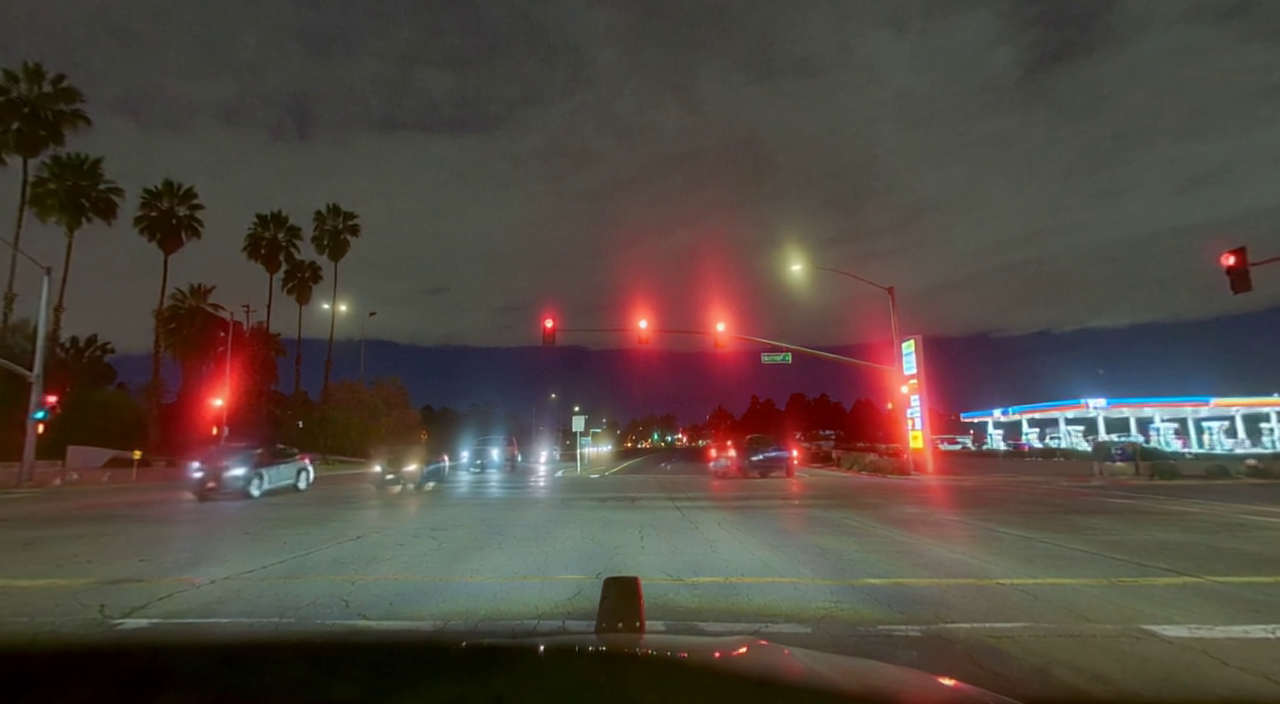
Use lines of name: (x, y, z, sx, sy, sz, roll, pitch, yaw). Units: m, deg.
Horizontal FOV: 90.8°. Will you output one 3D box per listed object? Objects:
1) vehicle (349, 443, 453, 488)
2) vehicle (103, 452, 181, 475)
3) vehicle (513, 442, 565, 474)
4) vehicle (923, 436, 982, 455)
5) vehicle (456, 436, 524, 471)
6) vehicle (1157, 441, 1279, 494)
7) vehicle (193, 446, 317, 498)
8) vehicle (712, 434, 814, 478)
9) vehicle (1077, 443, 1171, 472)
vehicle: (-8.747, 4.187, 23.628, 2.034, 1.510, 4.647, 0, -9, 1)
vehicle: (-35.231, 7.866, 44.852, 1.886, 1.523, 4.581, 0, -9, -1)
vehicle: (-5.045, 5.357, 32.186, 2.079, 1.490, 5.064, 0, -9, -3)
vehicle: (22.544, 6.762, 45.658, 3.356, 1.395, 1.559, 0, -9, -1)
vehicle: (-8.721, 5.979, 37.426, 2.609, 1.865, 5.875, 0, -9, 0)
vehicle: (18.720, 3.407, 18.822, 5.015, 1.446, 1.862, 0, -9, -2)
vehicle: (-11.920, 3.700, 19.843, 1.633, 1.460, 3.540, 0, -9, 0)
vehicle: (5.430, 4.520, 27.565, 1.929, 1.719, 4.892, -8, -12, 44)
vehicle: (24.265, 5.297, 31.736, 3.474, 1.376, 1.538, 0, -9, -2)
